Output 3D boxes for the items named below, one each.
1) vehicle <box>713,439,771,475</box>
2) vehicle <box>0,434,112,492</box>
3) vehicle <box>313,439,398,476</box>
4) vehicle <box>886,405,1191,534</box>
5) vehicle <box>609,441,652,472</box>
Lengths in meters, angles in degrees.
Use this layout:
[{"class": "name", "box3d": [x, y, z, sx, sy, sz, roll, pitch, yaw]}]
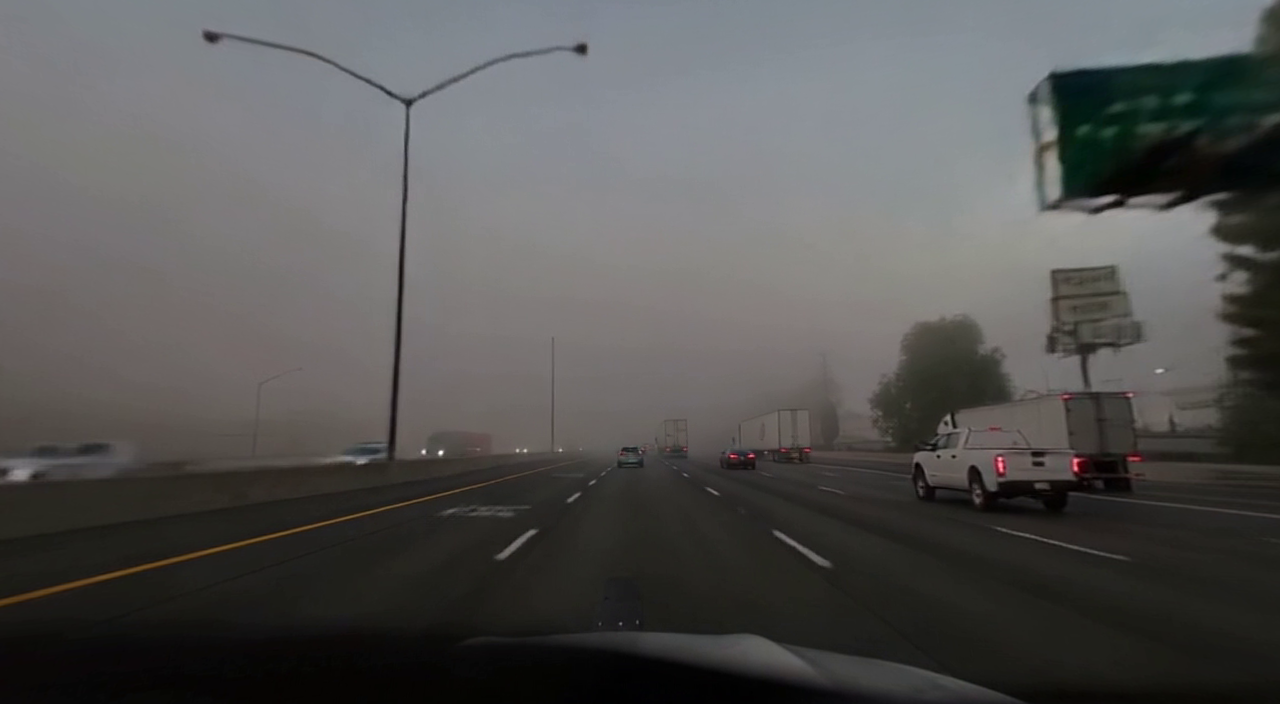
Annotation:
[{"class": "vehicle", "box3d": [5.016, 5.245, 31.709, 2.154, 1.658, 4.347, 0, -9, 0]}, {"class": "vehicle", "box3d": [-20.230, 3.491, 19.984, 2.104, 1.695, 5.702, 0, -9, 0]}, {"class": "vehicle", "box3d": [-12.452, 4.662, 27.961, 1.841, 1.498, 4.055, 0, -9, 0]}, {"class": "vehicle", "box3d": [7.354, 2.272, 12.790, 2.369, 2.007, 5.700, 0, -9, -1]}, {"class": "vehicle", "box3d": [-0.504, 5.699, 34.501, 2.163, 1.551, 4.180, 0, -9, 0]}]
